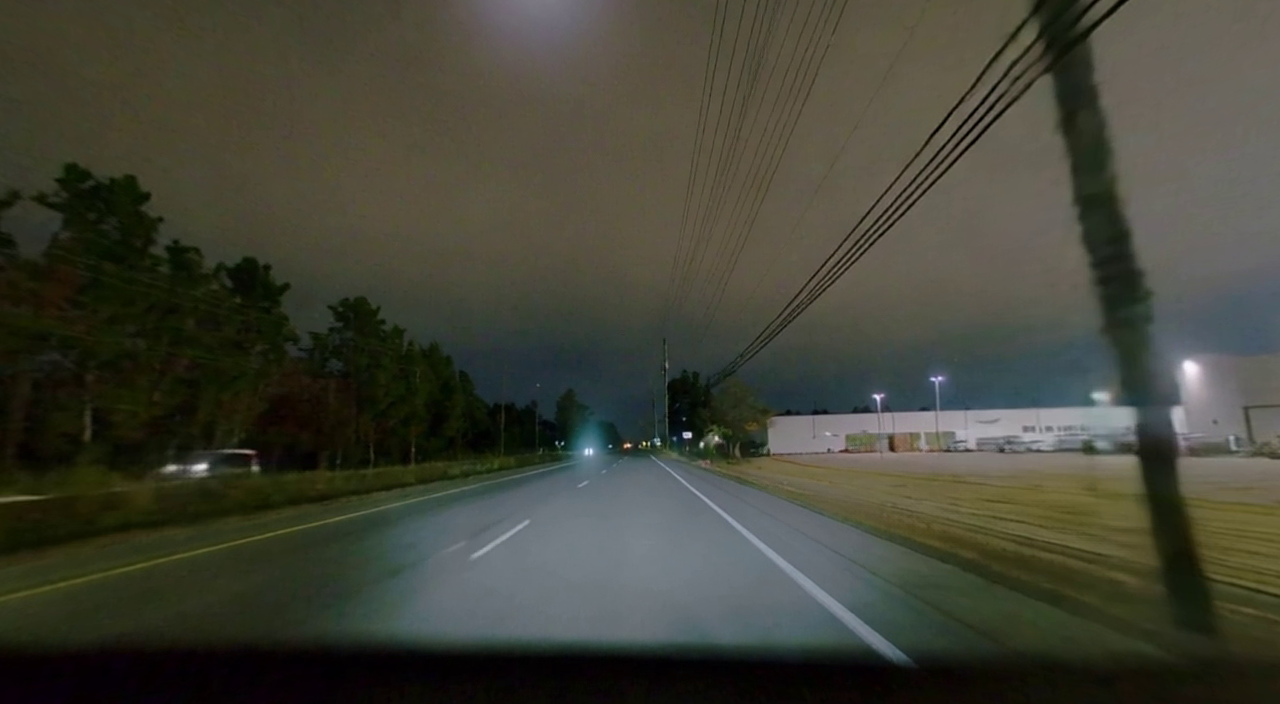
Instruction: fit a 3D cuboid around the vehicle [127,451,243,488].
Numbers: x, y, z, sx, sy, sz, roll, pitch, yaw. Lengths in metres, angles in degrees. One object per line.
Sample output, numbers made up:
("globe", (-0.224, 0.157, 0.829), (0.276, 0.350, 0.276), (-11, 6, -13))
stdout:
("vehicle", (-21.178, 5.456, 29.600), (1.885, 1.555, 4.653), (0, -9, 1))
